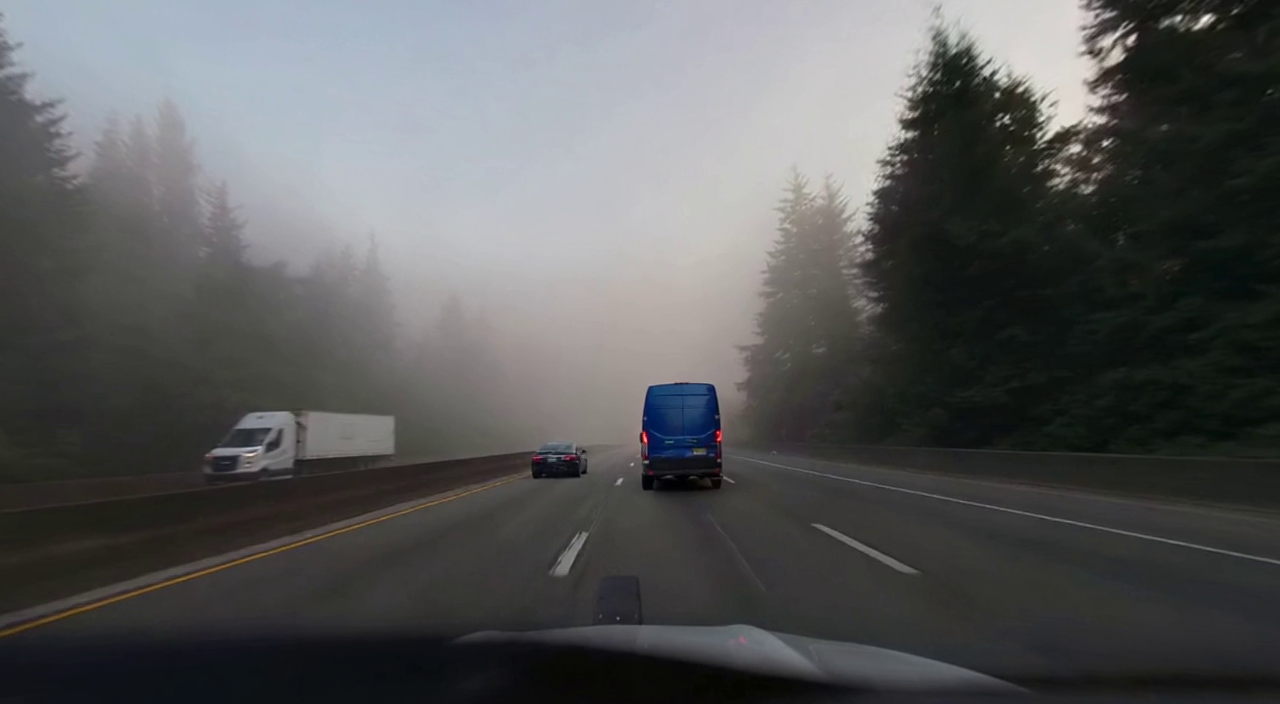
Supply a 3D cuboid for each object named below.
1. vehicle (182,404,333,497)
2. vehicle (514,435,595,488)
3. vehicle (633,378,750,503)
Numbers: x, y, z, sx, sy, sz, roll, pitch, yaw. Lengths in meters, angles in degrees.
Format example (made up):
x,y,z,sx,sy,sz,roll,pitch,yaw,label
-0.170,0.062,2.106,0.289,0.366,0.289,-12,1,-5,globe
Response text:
x,y,z,sx,sy,sz,roll,pitch,yaw,label
-18.722,4.854,31.504,3.042,4.116,6.904,0,-8,0,vehicle
-2.640,3.478,20.419,1.900,1.524,4.324,0,-8,1,vehicle
1.093,2.329,16.776,2.416,2.595,7.243,0,-8,0,vehicle
